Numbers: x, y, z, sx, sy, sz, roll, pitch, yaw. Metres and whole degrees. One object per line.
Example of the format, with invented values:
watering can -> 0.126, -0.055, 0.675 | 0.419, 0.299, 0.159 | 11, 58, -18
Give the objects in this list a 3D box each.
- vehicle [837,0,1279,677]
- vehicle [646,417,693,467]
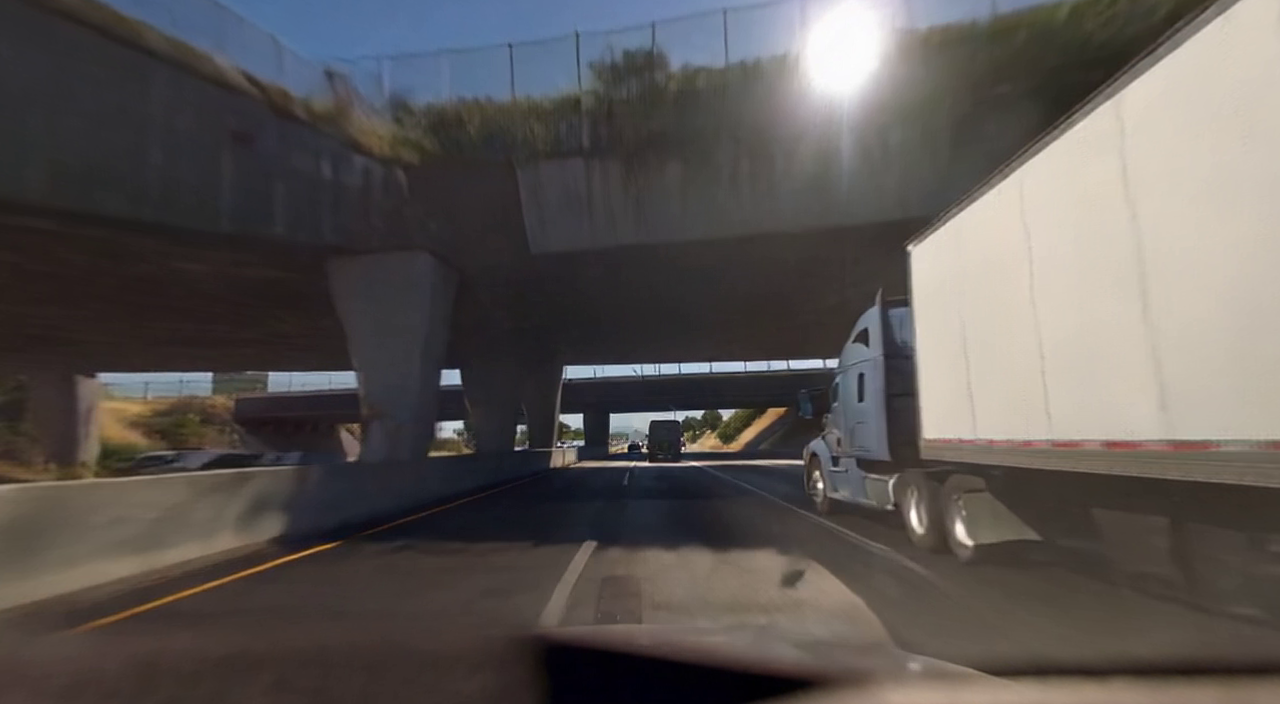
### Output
vehicle -> 4.993, 0.110, 5.711 | 2.997, 3.983, 10.860 | 1, -8, 0
vehicle -> 1.593, 5.260, 36.703 | 2.481, 2.618, 6.314 | -1, -8, 0
